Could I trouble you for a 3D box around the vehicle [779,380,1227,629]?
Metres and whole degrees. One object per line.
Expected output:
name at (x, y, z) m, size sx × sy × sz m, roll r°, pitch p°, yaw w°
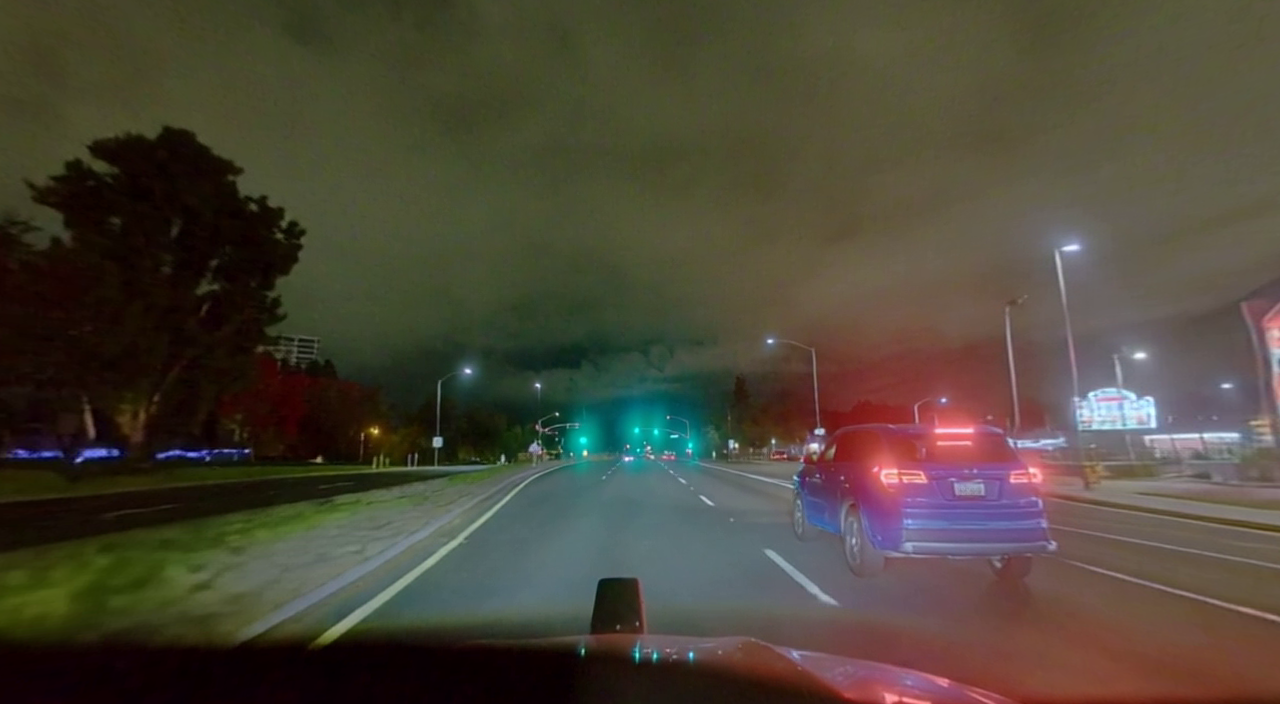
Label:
vehicle at (3.153, 1.442, 6.967) m, size 2.130 × 1.790 × 4.615 m, roll 0°, pitch -9°, yaw 0°
